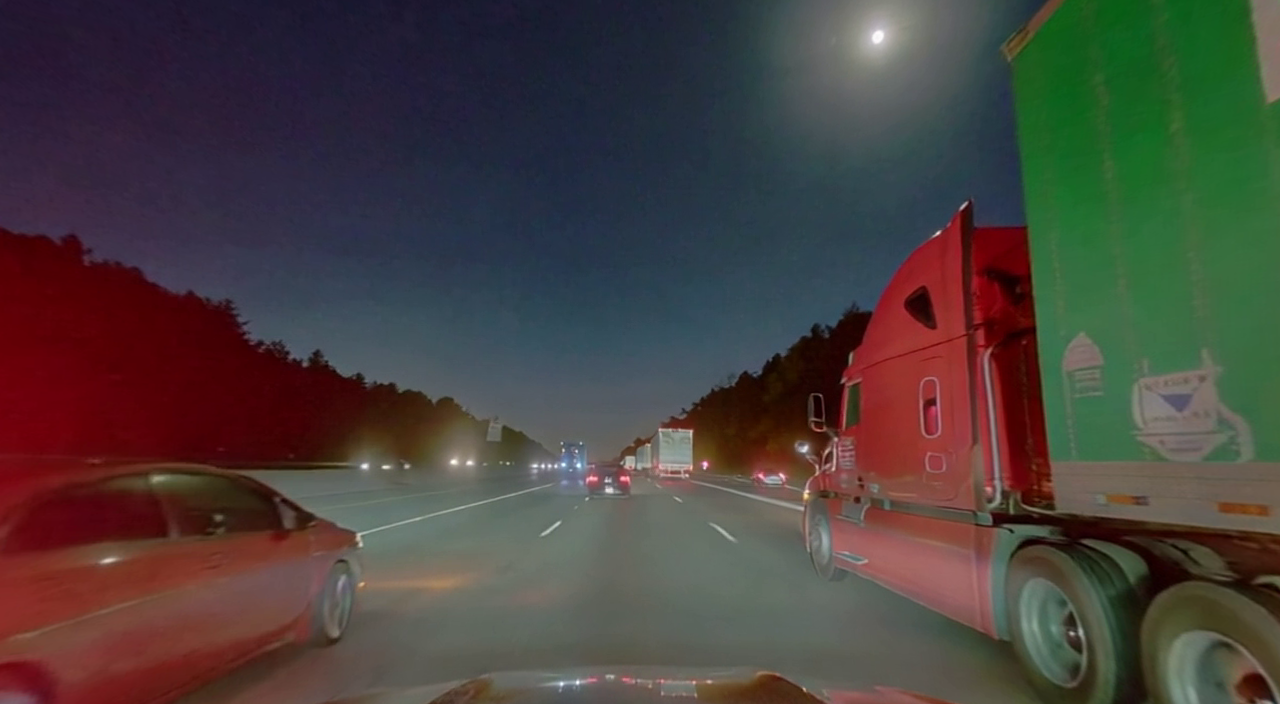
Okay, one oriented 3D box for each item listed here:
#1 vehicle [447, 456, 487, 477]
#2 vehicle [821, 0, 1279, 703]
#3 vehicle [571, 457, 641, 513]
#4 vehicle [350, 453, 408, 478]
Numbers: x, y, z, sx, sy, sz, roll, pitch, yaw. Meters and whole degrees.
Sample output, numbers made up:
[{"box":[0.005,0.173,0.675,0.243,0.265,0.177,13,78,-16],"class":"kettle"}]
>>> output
[{"box":[-13.630,9.058,49.946,2.009,1.548,4.603,1,-10,-2],"class":"vehicle"},{"box":[3.933,-0.272,1.298,2.856,4.040,14.009,1,-10,0],"class":"vehicle"},{"box":[-1.045,4.334,20.975,2.010,1.580,4.949,1,-10,-1],"class":"vehicle"},{"box":[-17.021,7.436,41.358,1.919,1.504,4.638,1,-10,-1],"class":"vehicle"}]
